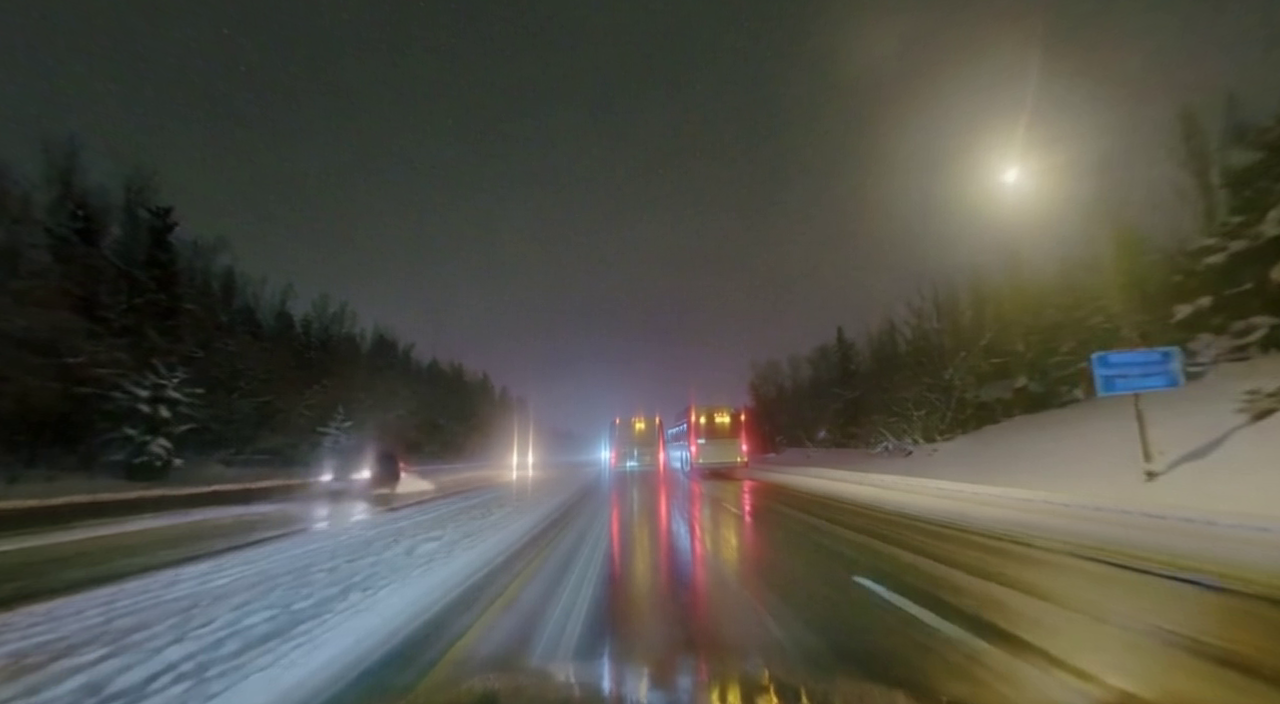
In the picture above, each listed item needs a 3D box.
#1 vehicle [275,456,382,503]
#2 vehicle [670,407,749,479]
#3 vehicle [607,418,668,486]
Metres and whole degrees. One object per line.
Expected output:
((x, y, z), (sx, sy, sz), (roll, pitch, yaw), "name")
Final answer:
((-11.785, 4.829, 24.088), (1.900, 1.541, 4.333), (0, -9, -1), "vehicle")
((3.862, 5.638, 38.532), (3.074, 3.668, 12.805), (0, -9, -1), "vehicle")
((-0.147, 4.428, 27.825), (2.414, 2.675, 5.574), (0, -9, -1), "vehicle")
